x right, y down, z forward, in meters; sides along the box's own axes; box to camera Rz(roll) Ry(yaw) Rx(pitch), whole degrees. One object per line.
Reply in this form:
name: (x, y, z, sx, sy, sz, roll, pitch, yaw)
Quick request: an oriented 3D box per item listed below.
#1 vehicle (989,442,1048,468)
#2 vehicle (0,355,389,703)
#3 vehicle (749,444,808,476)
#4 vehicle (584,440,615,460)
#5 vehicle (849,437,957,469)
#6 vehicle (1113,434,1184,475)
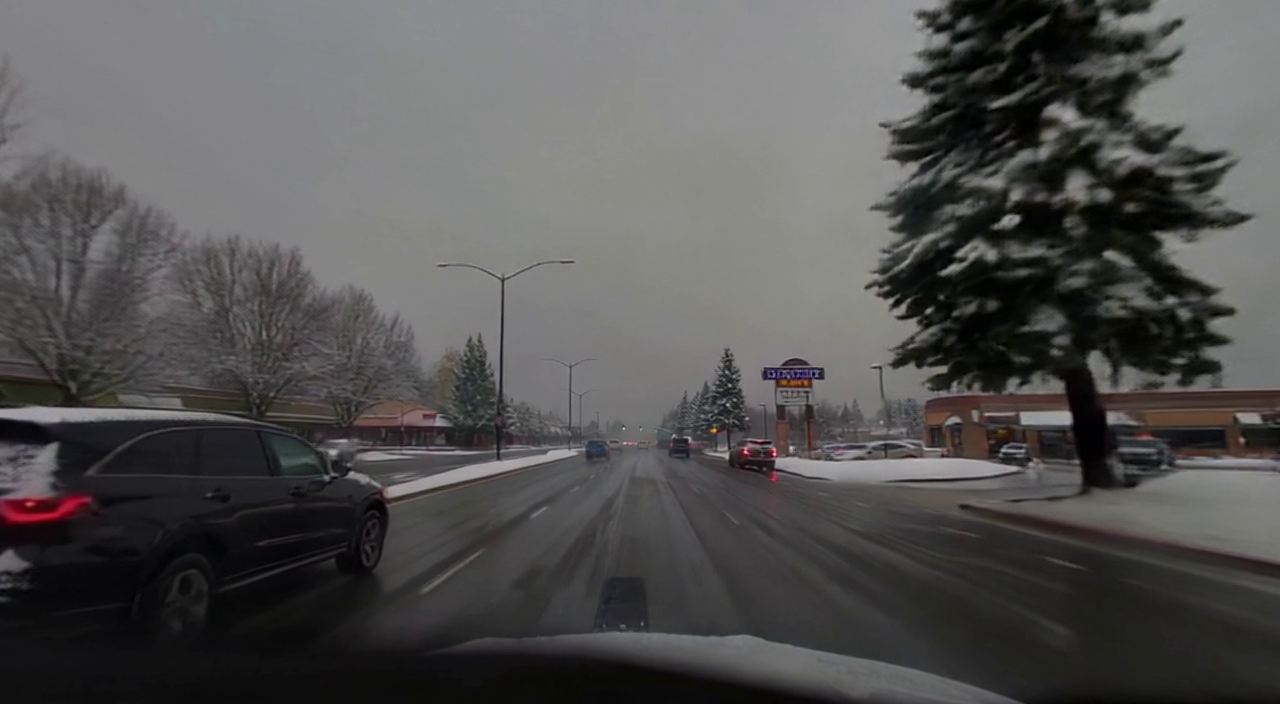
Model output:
vehicle: (26.326, 7.137, 43.803, 4.673, 1.696, 1.922, 7, -11, -39)
vehicle: (-3.584, 1.112, 4.421, 1.983, 1.635, 3.957, 0, -8, 0)
vehicle: (6.722, 5.285, 31.094, 1.888, 1.425, 4.547, 0, -8, 1)
vehicle: (-3.000, 7.464, 47.904, 2.005, 1.446, 4.265, 0, -8, 1)
vehicle: (15.174, 5.842, 36.625, 5.326, 1.690, 2.007, -8, -11, 41)
vehicle: (26.670, 5.335, 32.966, 5.164, 1.952, 1.981, 8, -11, -42)
